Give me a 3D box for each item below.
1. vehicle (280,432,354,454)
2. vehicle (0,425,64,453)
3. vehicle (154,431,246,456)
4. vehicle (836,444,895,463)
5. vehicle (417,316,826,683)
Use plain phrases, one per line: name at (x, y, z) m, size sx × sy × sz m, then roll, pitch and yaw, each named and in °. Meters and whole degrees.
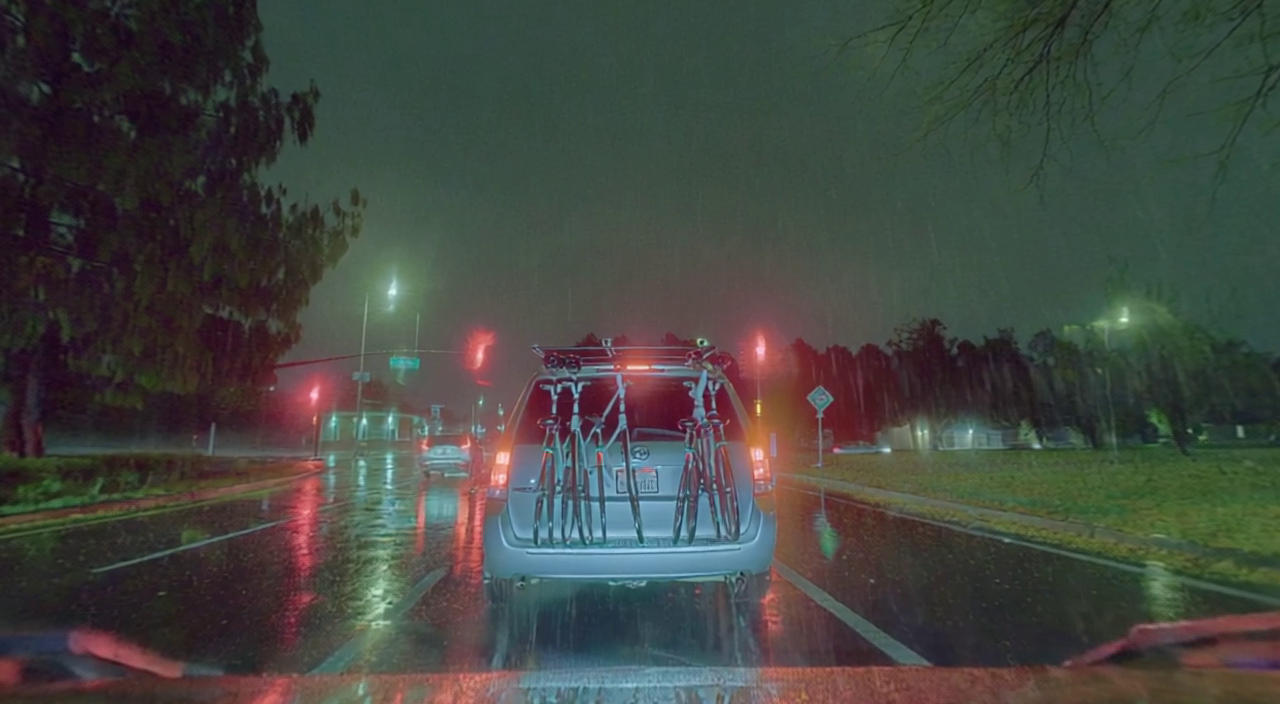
vehicle at (-24.755, 7.008, 48.483) m, size 4.576 × 1.632 × 1.960 m, roll 1°, pitch -9°, yaw -8°
vehicle at (-38.190, 5.337, 38.666) m, size 3.926 × 1.536 × 1.731 m, roll -1°, pitch -9°, yaw -6°
vehicle at (-28.379, 5.934, 40.838) m, size 4.435 × 1.574 × 1.816 m, roll 1°, pitch -9°, yaw -9°
vehicle at (17.685, 7.941, 49.455) m, size 4.327 × 1.462 × 1.776 m, roll 4°, pitch -9°, yaw -26°
vehicle at (-0.245, 1.161, 6.015) m, size 2.333 × 2.087 × 4.586 m, roll 1°, pitch -8°, yaw -4°
